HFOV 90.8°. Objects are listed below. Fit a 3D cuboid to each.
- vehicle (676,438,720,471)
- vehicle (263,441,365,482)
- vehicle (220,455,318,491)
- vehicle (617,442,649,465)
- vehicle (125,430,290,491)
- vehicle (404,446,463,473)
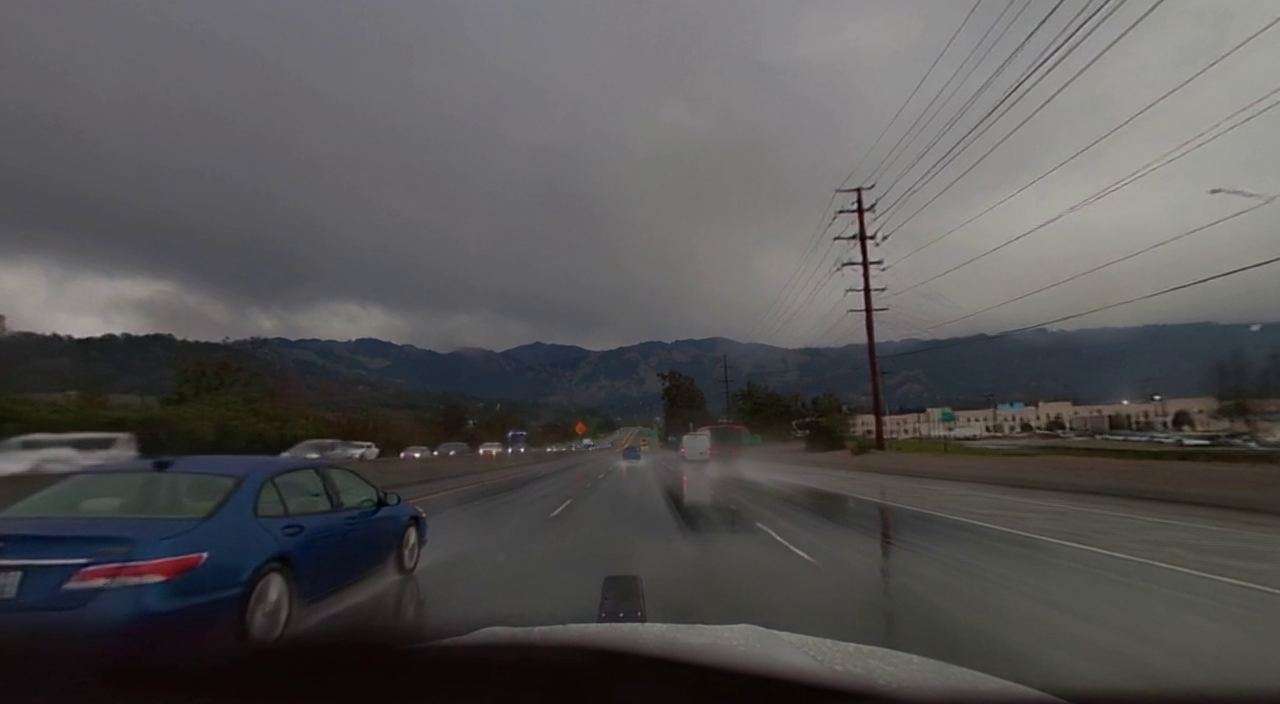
[{"bbox_3d":[3.395,6.121,37.891,2.036,1.796,4.470,0,-9,-2],"label":"vehicle"},{"bbox_3d":[-13.545,4.560,26.597,1.941,1.539,4.406,0,-9,0],"label":"vehicle"},{"bbox_3d":[-17.685,5.761,30.424,1.847,1.485,4.729,0,-9,0],"label":"vehicle"},{"bbox_3d":[-0.540,7.971,49.648,2.325,1.712,4.592,0,-9,0],"label":"vehicle"},{"bbox_3d":[-25.064,6.362,37.508,2.954,3.149,9.482,0,-9,1],"label":"vehicle"},{"bbox_3d":[-13.801,7.197,42.581,2.059,1.632,5.389,0,-9,1],"label":"vehicle"}]
